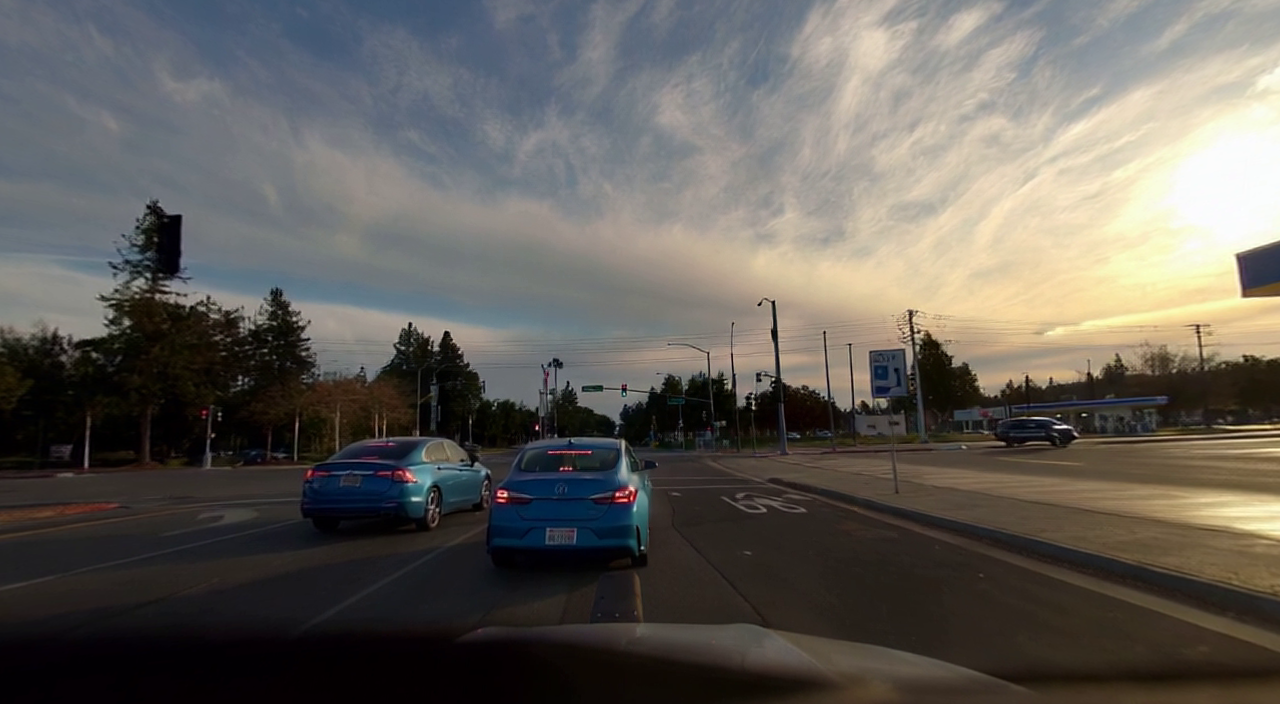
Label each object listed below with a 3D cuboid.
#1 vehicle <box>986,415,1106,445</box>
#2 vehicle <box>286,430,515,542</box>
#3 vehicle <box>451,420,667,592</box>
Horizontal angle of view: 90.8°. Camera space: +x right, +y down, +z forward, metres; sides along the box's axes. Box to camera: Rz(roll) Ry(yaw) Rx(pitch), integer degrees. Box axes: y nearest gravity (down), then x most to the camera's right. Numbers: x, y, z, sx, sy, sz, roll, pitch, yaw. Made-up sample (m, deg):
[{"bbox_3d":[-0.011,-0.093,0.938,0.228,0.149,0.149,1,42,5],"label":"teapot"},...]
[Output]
[{"bbox_3d":[21.224,4.134,33.210,4.874,1.502,2.048,0,-8,0],"label":"vehicle"},{"bbox_3d":[-3.742,2.179,11.051,1.995,1.506,4.773,0,-8,2],"label":"vehicle"},{"bbox_3d":[-0.645,1.695,7.890,1.916,1.510,4.447,0,-8,2],"label":"vehicle"}]
